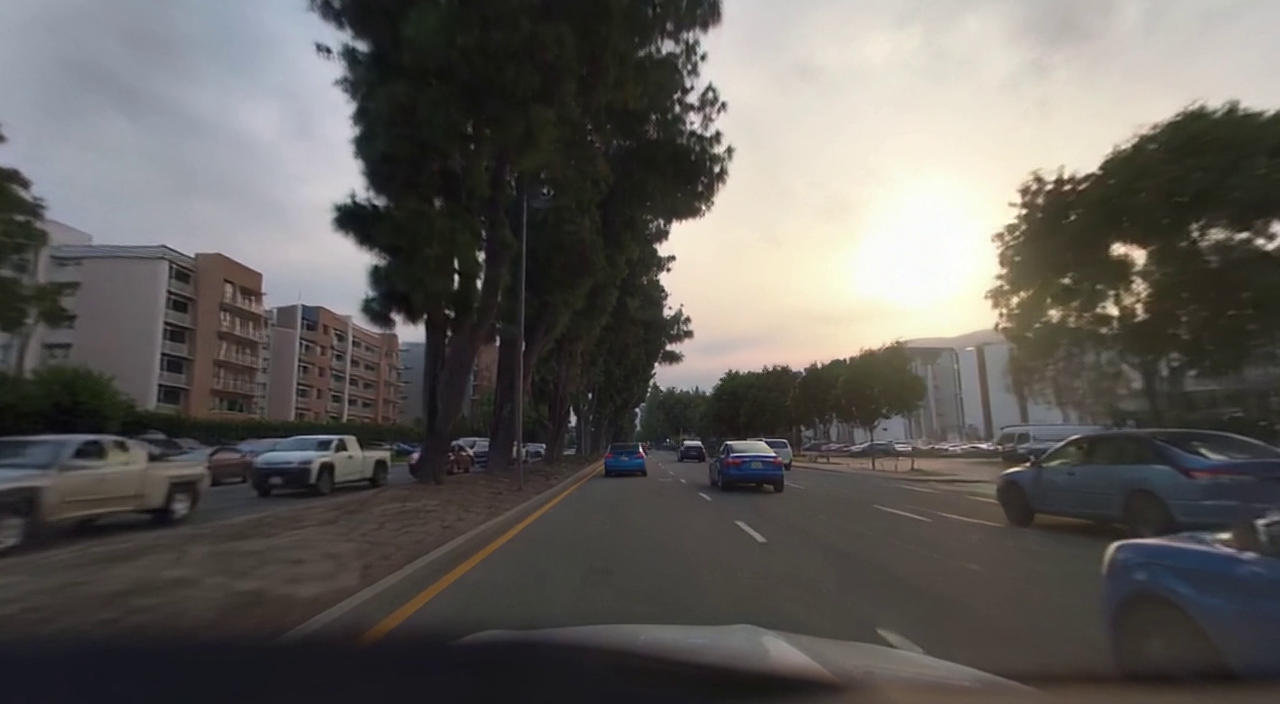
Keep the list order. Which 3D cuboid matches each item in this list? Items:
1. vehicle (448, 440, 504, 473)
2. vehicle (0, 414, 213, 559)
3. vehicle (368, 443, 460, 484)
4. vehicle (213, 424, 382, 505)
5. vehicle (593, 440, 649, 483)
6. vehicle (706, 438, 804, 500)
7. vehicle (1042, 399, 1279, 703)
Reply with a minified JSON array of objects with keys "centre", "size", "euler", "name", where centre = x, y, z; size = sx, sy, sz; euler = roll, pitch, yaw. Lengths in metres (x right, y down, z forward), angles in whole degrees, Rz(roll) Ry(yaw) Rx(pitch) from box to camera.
[{"centre":[-9.098,5.817,35.448],"size":[2.019,1.668,4.433],"euler":[-1,-8,0],"name":"vehicle"},{"centre":[-8.888,1.844,8.983],"size":[2.145,1.747,5.014],"euler":[-1,-8,0],"name":"vehicle"},{"centre":[-9.115,4.524,25.977],"size":[2.148,1.473,4.709],"euler":[0,-9,-1],"name":"vehicle"},{"centre":[-9.038,2.996,17.280],"size":[2.043,1.860,4.656],"euler":[-1,-8,-1],"name":"vehicle"},{"centre":[-0.688,4.173,24.306],"size":[1.994,1.479,3.647],"euler":[0,-9,-1],"name":"vehicle"},{"centre":[3.017,3.146,17.422],"size":[1.852,1.498,3.825],"euler":[0,-9,-2],"name":"vehicle"},{"centre":[3.352,0.754,1.255],"size":[2.021,1.471,4.666],"euler":[0,-9,0],"name":"vehicle"}]
